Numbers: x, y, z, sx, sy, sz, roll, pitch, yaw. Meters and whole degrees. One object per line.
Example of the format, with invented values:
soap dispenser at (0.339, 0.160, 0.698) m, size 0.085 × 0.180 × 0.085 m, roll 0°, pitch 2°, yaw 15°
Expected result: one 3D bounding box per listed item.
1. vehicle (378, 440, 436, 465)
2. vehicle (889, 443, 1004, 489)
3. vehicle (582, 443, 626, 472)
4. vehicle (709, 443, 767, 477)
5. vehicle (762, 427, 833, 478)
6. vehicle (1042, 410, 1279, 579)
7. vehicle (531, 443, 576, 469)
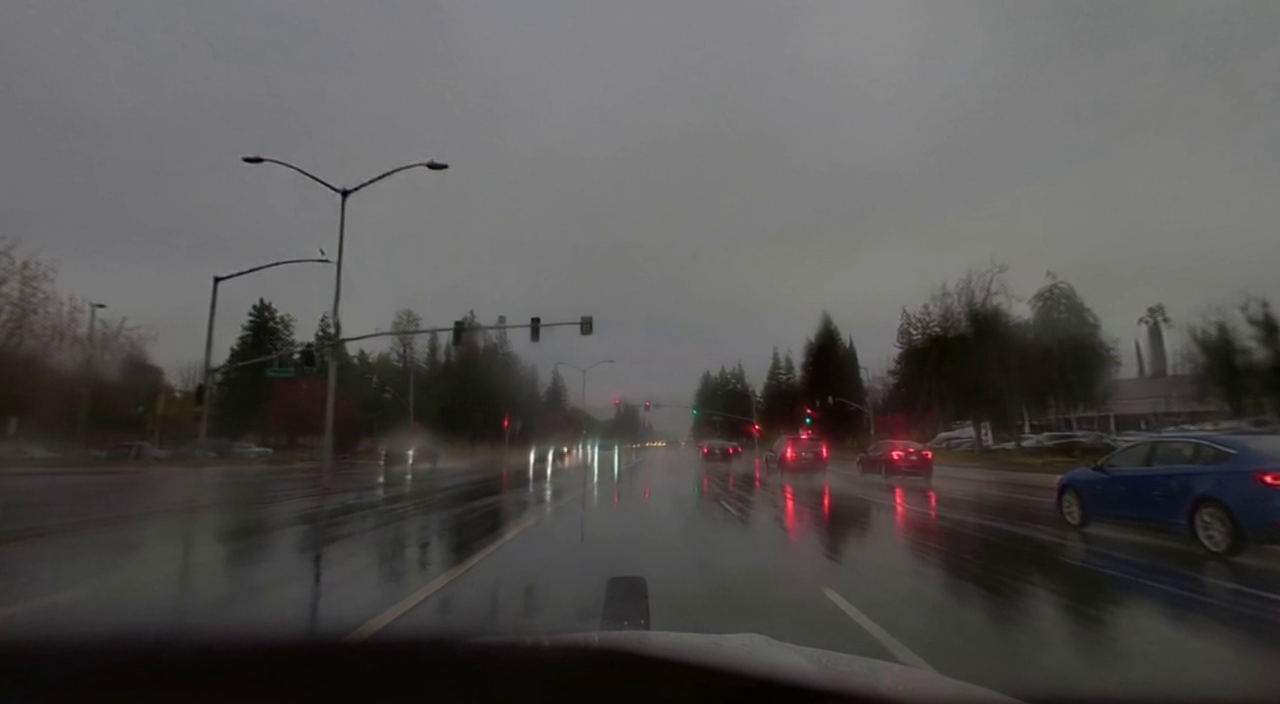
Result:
vehicle at (-16.822, 7.294, 45.851) m, size 1.981 × 1.721 × 4.772 m, roll -1°, pitch -8°, yaw 6°
vehicle at (11.172, 4.142, 23.406) m, size 1.963 × 1.513 × 4.600 m, roll 0°, pitch -8°, yaw 1°
vehicle at (-2.002, 6.025, 36.178) m, size 1.958 × 1.542 × 4.175 m, roll -1°, pitch -8°, yaw 4°
vehicle at (4.769, 5.354, 31.526) m, size 2.292 × 1.563 × 4.734 m, roll 0°, pitch -8°, yaw 2°
vehicle at (7.512, 4.864, 30.695) m, size 2.186 × 2.202 × 5.426 m, roll 0°, pitch -8°, yaw 2°
vehicle at (7.309, 1.576, 7.612) m, size 2.051 × 1.620 × 4.702 m, roll -1°, pitch -8°, yaw 4°
vehicle at (-5.406, 6.550, 40.025) m, size 2.004 × 1.529 × 4.319 m, roll -1°, pitch -8°, yaw 4°
